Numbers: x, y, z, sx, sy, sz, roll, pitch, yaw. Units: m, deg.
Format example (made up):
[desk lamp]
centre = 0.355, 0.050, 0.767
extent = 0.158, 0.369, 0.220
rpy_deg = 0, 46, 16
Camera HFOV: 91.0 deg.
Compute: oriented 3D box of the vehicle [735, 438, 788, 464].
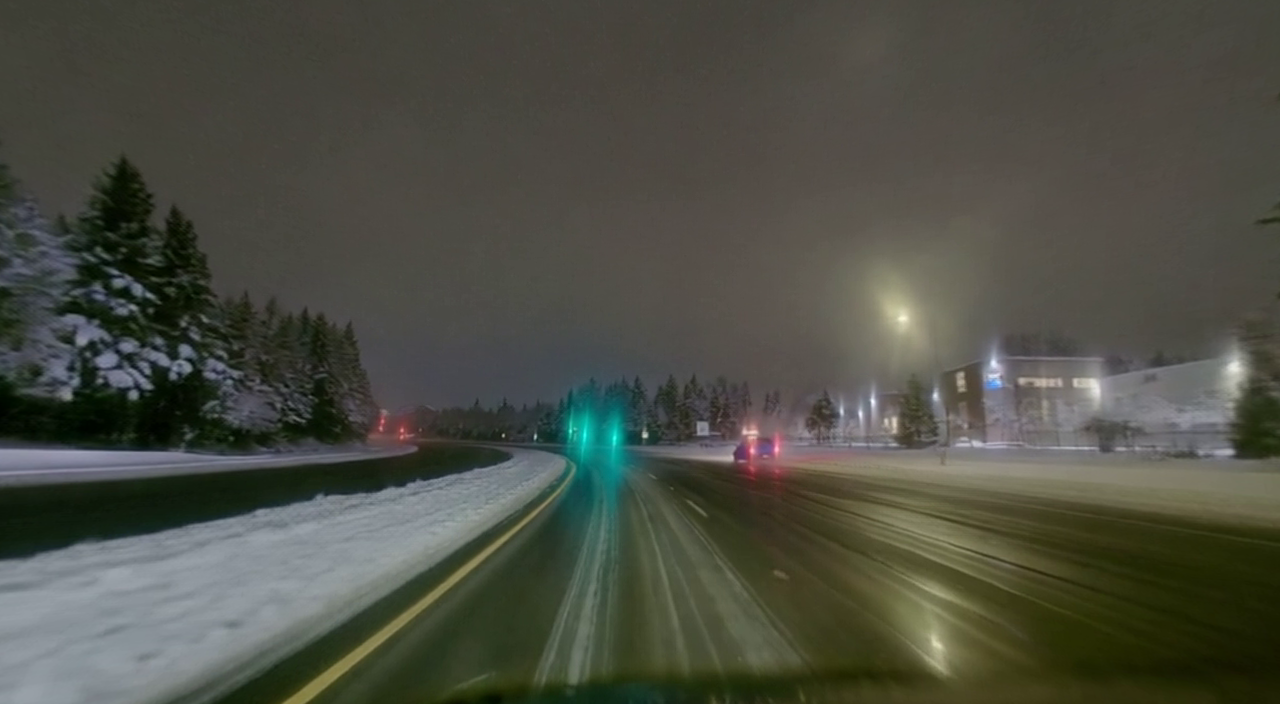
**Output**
[vehicle]
centre = 7.332, 6.041, 38.420
extent = 1.908, 1.483, 4.474
rpy_deg = 1, -8, -6
